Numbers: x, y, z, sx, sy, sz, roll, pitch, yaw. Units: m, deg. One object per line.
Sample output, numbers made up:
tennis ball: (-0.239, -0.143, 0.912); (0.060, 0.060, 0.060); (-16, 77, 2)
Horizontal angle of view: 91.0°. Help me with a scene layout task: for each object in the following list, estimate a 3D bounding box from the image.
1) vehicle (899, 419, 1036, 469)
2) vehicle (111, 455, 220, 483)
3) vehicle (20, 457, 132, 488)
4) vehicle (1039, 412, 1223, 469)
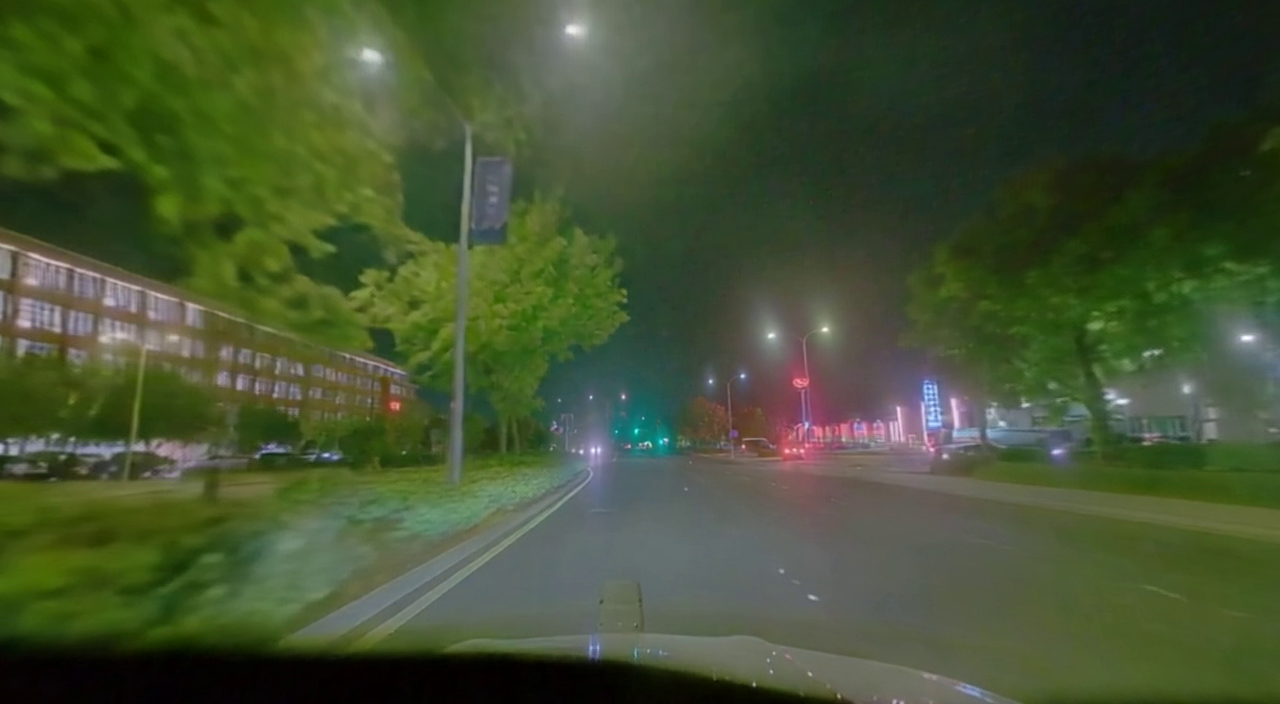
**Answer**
vehicle: (22.035, 6.211, 42.675); (7.634, 3.061, 2.777); (-1, -8, 0)
vehicle: (-29.648, 7.307, 39.483); (4.739, 1.638, 2.515); (1, -9, -1)
vehicle: (-29.754, 6.348, 33.284); (4.154, 1.510, 1.847); (0, -8, 1)
vehicle: (33.515, 6.080, 43.227); (10.143, 3.636, 2.880); (1, -9, -2)
